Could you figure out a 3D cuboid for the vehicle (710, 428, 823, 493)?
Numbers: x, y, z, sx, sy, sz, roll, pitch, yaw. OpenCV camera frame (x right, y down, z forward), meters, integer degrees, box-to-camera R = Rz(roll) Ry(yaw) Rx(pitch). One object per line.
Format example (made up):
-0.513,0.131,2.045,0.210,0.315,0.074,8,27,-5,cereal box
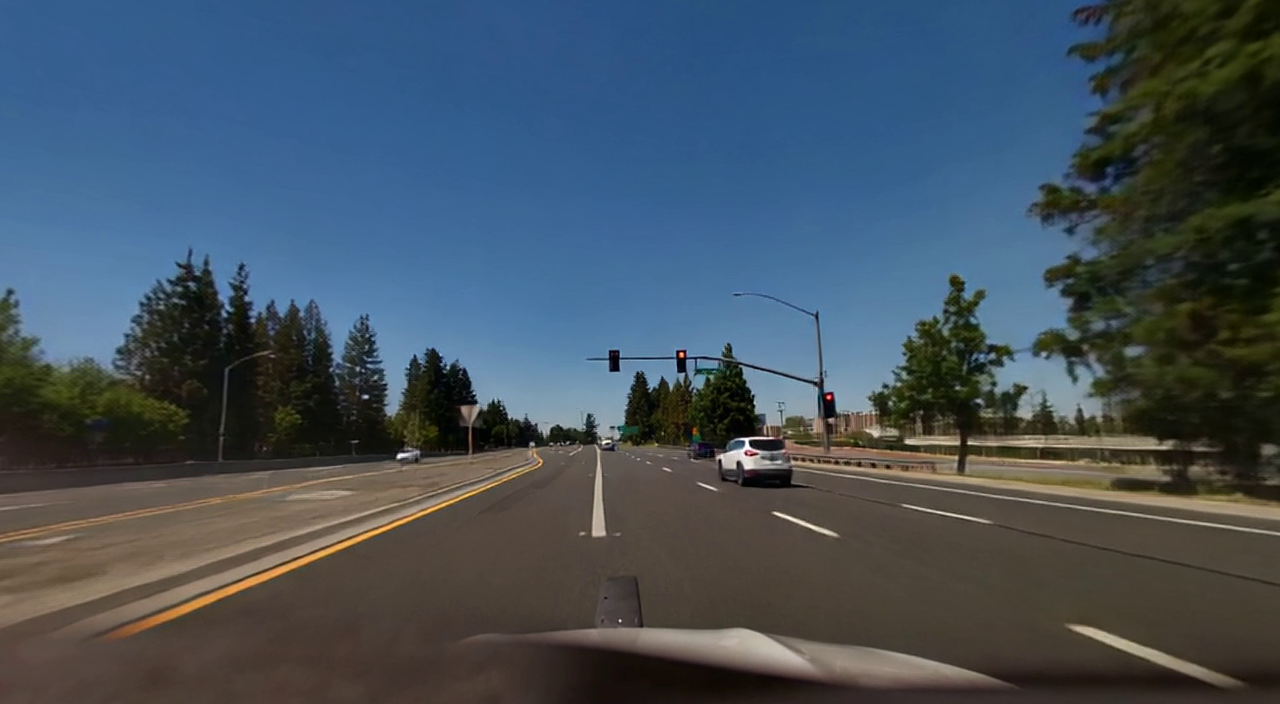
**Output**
3.568,3.175,18.833,2.066,1.683,4.675,0,-8,-5,vehicle
